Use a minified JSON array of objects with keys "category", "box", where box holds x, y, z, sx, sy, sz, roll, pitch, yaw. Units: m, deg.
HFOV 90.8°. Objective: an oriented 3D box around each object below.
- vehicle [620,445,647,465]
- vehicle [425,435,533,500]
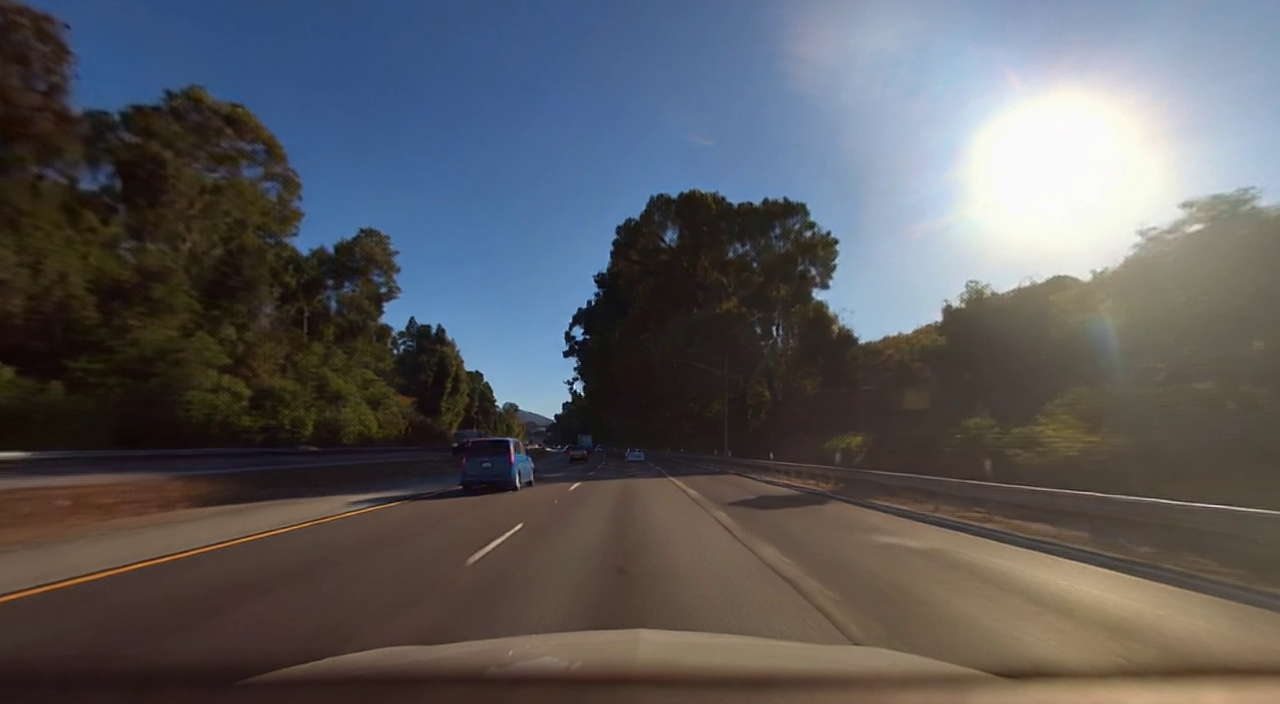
[{"category":"vehicle","box":[-0.549,8.090,49.584,2.008,1.499,3.192,0,-9,-3]},{"category":"vehicle","box":[-4.537,3.305,18.480,2.088,1.675,4.108,0,-9,-1]}]
